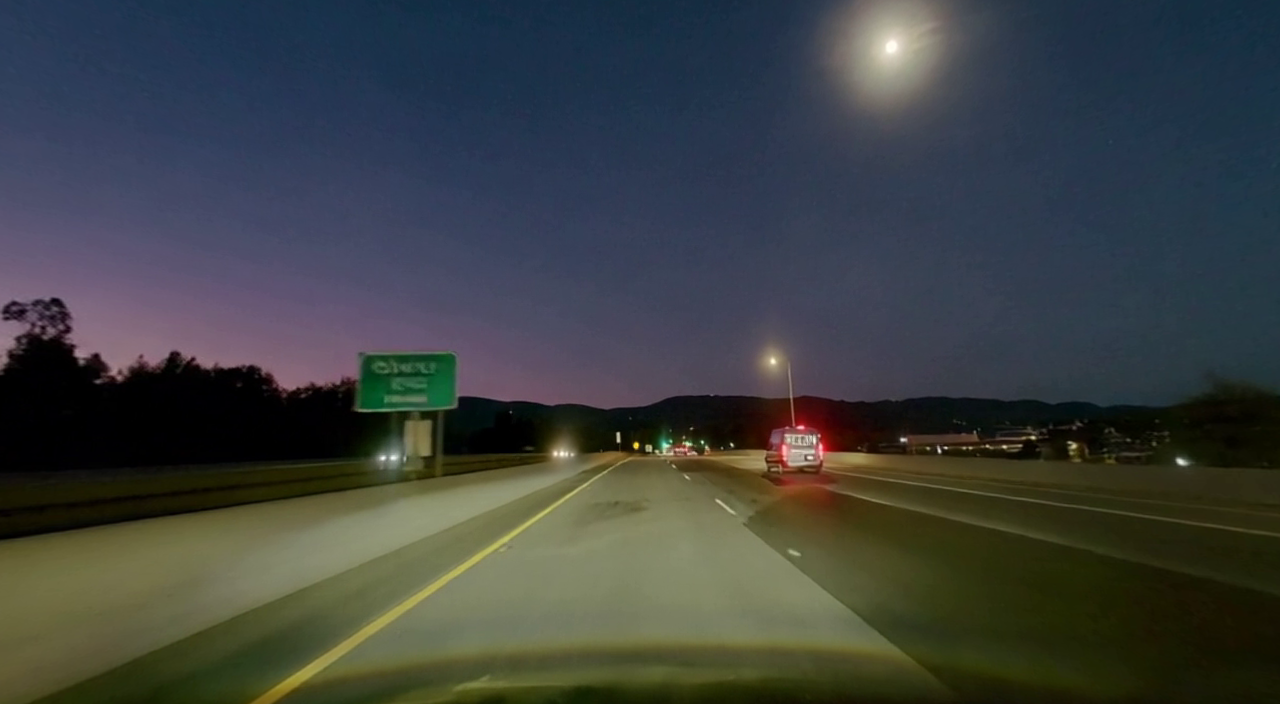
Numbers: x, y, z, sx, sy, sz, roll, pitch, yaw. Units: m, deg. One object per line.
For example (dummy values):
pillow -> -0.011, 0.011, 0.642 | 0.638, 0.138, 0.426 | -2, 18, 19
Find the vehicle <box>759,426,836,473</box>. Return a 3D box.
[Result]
vehicle -> 7.601, 4.782, 31.093 | 2.275, 2.059, 5.543 | 0, -8, -1
